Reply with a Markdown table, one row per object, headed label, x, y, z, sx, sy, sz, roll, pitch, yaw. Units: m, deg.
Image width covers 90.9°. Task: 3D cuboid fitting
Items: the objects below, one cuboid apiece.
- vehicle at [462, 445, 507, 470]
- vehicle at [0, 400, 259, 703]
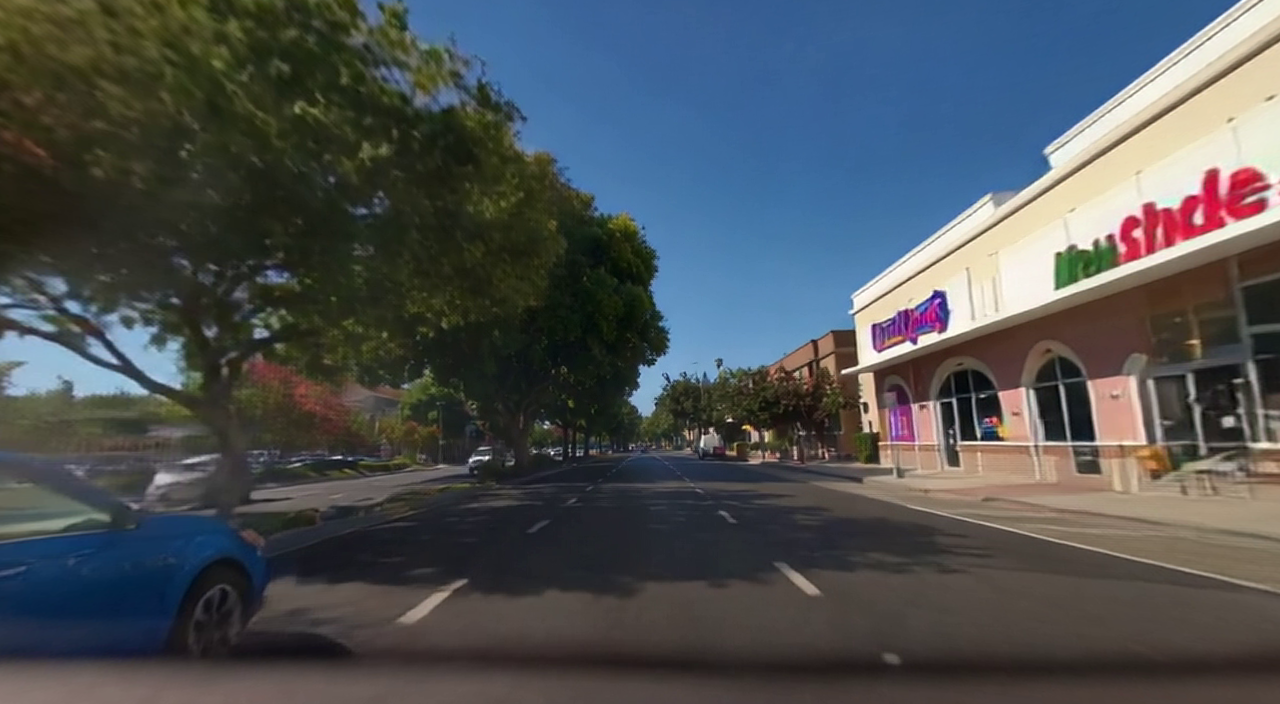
| label | x | y | z | sx | sy | sz | roll | pitch | yaw |
| --- | --- | --- | --- | --- | --- | --- | --- | --- | --- |
| vehicle | -11.343 | 7.716 | 46.354 | 2.070 | 1.738 | 4.485 | 0 | -8 | 1 |
| vehicle | -3.059 | 0.741 | 0.941 | 2.082 | 1.460 | 4.636 | 0 | -8 | 0 |
